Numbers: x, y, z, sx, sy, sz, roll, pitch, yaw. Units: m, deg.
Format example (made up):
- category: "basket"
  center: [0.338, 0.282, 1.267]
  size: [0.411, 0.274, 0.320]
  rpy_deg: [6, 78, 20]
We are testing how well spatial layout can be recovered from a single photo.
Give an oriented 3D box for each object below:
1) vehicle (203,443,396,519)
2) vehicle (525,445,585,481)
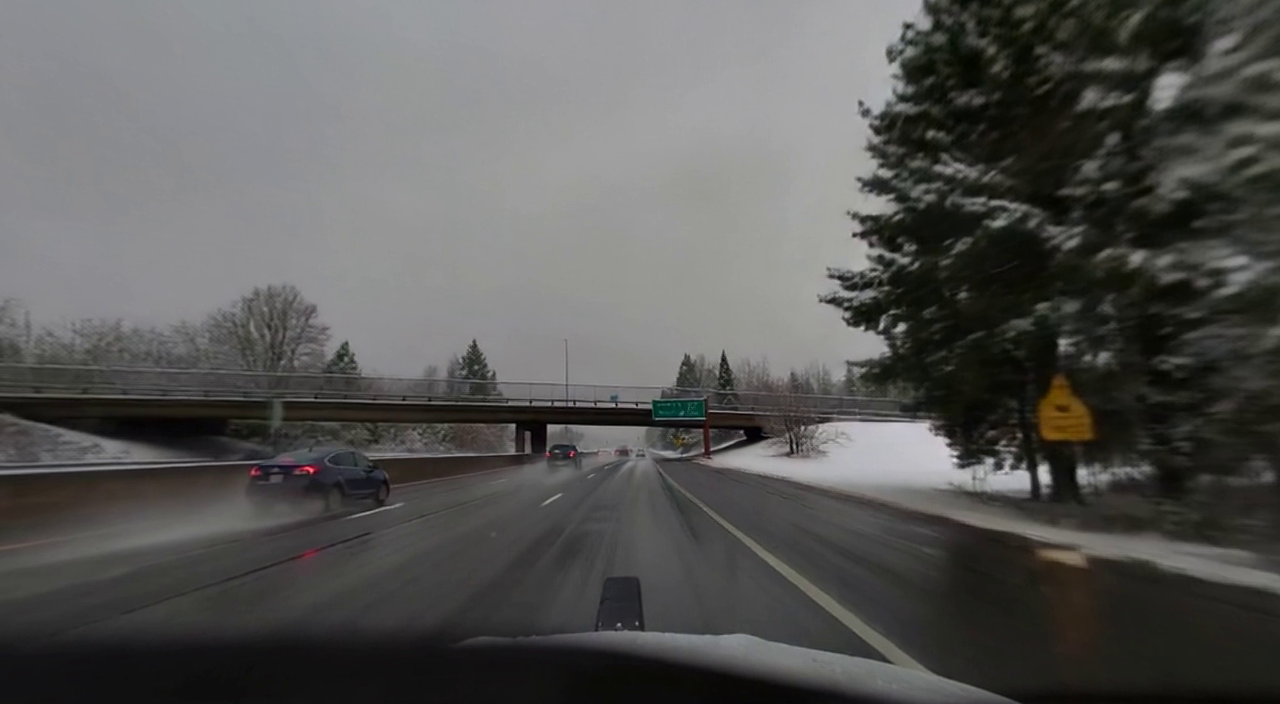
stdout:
- category: "vehicle"
  center: [-7.734, 2.947, 14.985]
  size: [2.002, 1.507, 4.631]
  rpy_deg: [0, -9, 0]
- category: "vehicle"
  center: [-3.944, 5.252, 30.127]
  size: [2.102, 1.571, 4.666]
  rpy_deg: [0, -9, 1]
